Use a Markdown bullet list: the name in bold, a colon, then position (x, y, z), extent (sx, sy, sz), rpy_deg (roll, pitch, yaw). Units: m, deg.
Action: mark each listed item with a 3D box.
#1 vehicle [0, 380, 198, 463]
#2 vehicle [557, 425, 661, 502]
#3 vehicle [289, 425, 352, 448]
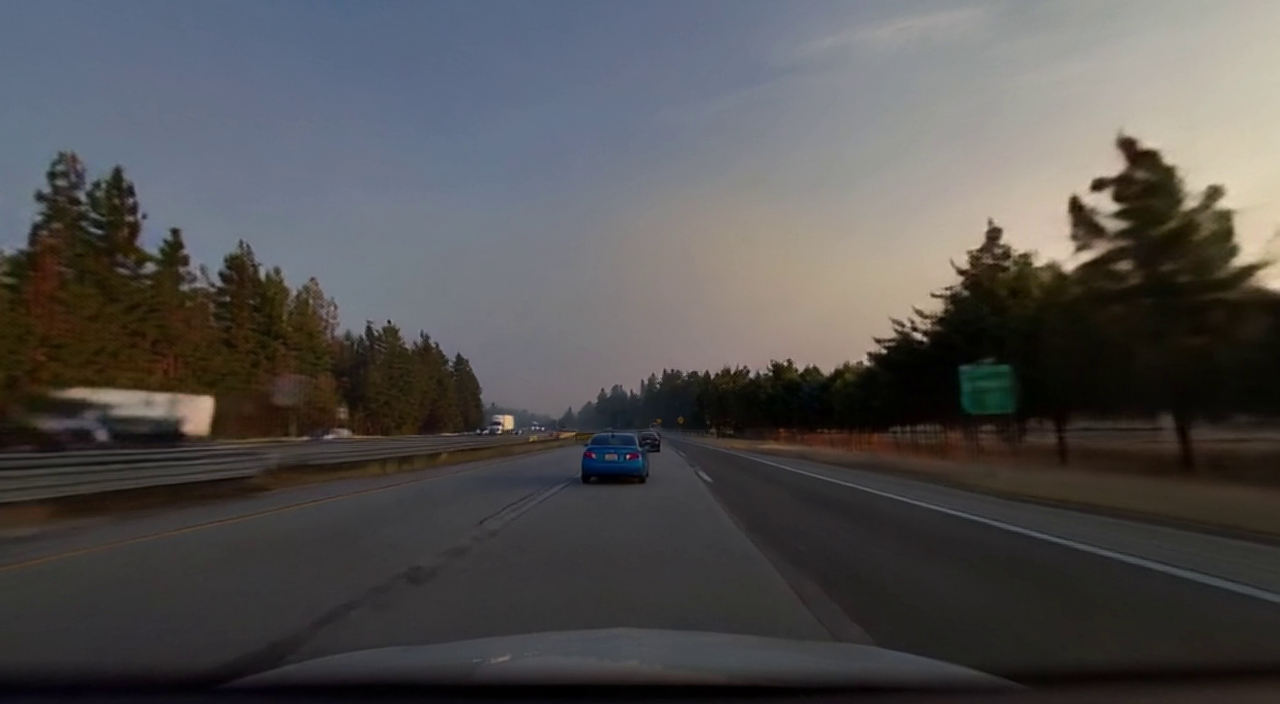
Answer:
- **vehicle**: position (-18.294, 2.373, 21.075), extent (2.267, 2.355, 6.194), rpy_deg (0, -7, 2)
- **vehicle**: position (-0.524, 2.394, 14.120), extent (1.977, 1.443, 4.225), rpy_deg (0, -7, 2)
- **vehicle**: position (-21.443, 5.685, 42.509), extent (1.760, 1.435, 4.465), rpy_deg (0, -7, 2)
